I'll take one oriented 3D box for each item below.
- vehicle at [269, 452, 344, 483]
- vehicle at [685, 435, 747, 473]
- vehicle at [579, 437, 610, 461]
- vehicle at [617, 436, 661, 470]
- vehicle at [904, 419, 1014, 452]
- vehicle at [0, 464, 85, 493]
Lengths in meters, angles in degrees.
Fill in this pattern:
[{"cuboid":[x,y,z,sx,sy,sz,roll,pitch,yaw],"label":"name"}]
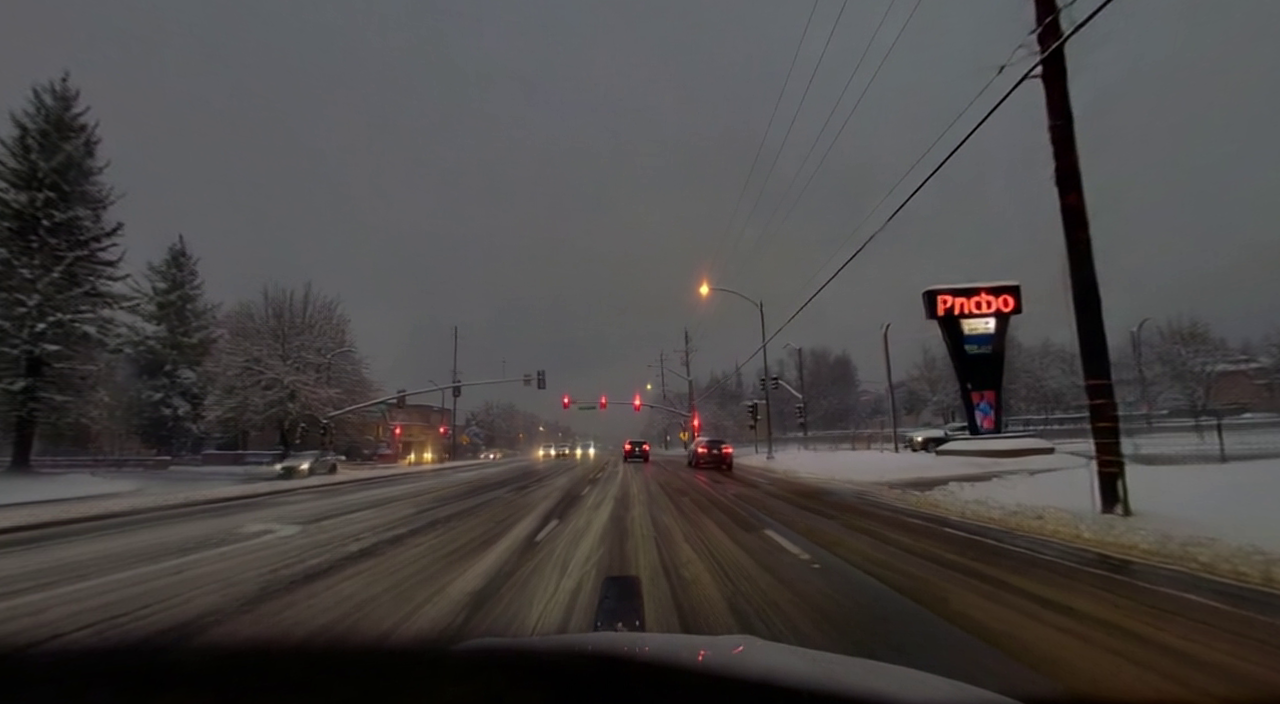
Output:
[{"cuboid":[-18.231,6.291,34.739,1.832,1.515,4.369,0,-9,-2],"label":"vehicle"},{"cuboid":[3.578,4.916,30.643,2.198,1.660,4.512,0,-9,-3],"label":"vehicle"},{"cuboid":[-3.544,7.658,49.695,2.106,1.778,4.444,0,-9,0],"label":"vehicle"},{"cuboid":[-0.111,5.290,33.182,2.146,1.685,4.003,0,-9,-2],"label":"vehicle"},{"cuboid":[15.656,4.143,31.212,4.344,1.512,1.936,-1,-9,5],"label":"vehicle"},{"cuboid":[-34.223,7.080,35.589,4.068,1.462,1.835,5,-10,-31],"label":"vehicle"}]
